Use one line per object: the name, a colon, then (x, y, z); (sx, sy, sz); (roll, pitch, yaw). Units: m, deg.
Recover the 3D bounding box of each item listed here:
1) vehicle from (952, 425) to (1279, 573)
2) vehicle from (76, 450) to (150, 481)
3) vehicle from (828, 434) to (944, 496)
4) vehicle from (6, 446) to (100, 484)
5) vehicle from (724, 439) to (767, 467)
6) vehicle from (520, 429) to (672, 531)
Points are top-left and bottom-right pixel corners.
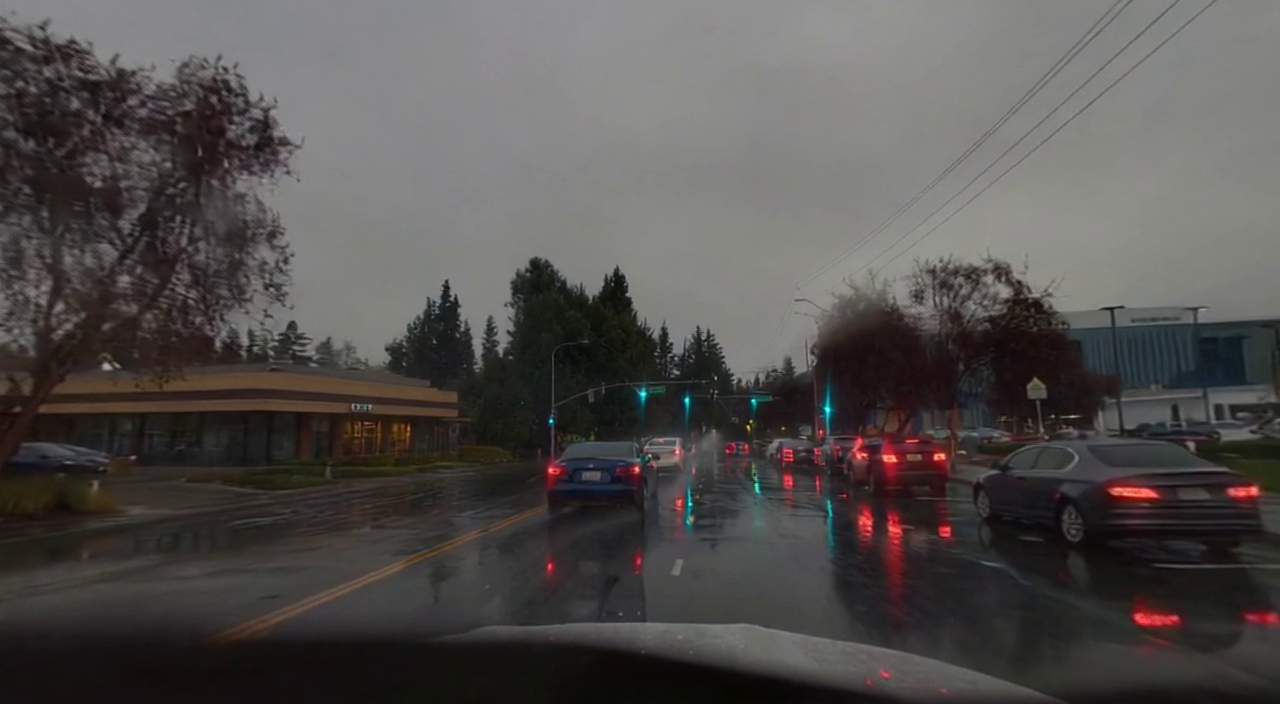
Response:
vehicle: (6.169, 1.819, 8.690); (1.857, 1.483, 4.430); (-1, -8, 6)
vehicle: (-25.868, 5.526, 30.962); (3.527, 1.390, 1.681); (-5, -10, 32)
vehicle: (6.677, 3.082, 17.713); (1.910, 1.493, 4.490); (-1, -8, 7)
vehicle: (-26.462, 5.024, 28.463); (4.127, 1.583, 1.978); (-5, -10, 32)
vehicle: (5.906, 5.677, 35.801); (2.095, 1.473, 4.301); (-1, -8, 6)
vehicle: (-0.565, 2.220, 11.600); (1.968, 1.497, 4.286); (-1, -8, 7)
